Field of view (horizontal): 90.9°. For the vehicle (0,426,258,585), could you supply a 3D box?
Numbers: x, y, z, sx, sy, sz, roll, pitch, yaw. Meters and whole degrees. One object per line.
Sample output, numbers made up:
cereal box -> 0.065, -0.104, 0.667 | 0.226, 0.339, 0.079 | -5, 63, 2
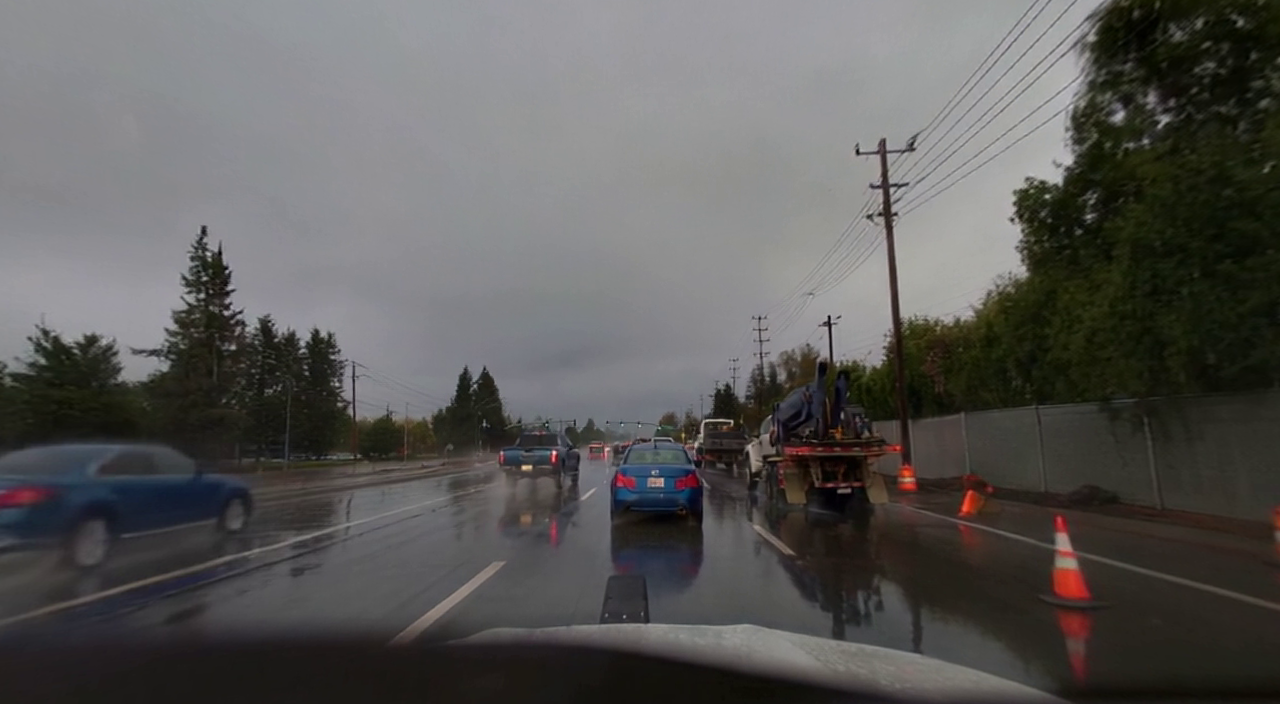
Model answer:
vehicle -> -7.082, 1.682, 7.473 | 2.018, 1.490, 4.926 | 0, -8, 0

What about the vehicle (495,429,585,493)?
vehicle -> -2.957, 3.333, 19.588 | 1.989, 1.729, 4.184 | 0, -8, 2

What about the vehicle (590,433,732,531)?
vehicle -> 0.340, 2.288, 11.727 | 2.128, 1.473, 4.272 | 0, -8, 1

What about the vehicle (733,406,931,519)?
vehicle -> 3.915, 2.451, 14.503 | 2.555, 2.017, 6.201 | 0, -8, 0
